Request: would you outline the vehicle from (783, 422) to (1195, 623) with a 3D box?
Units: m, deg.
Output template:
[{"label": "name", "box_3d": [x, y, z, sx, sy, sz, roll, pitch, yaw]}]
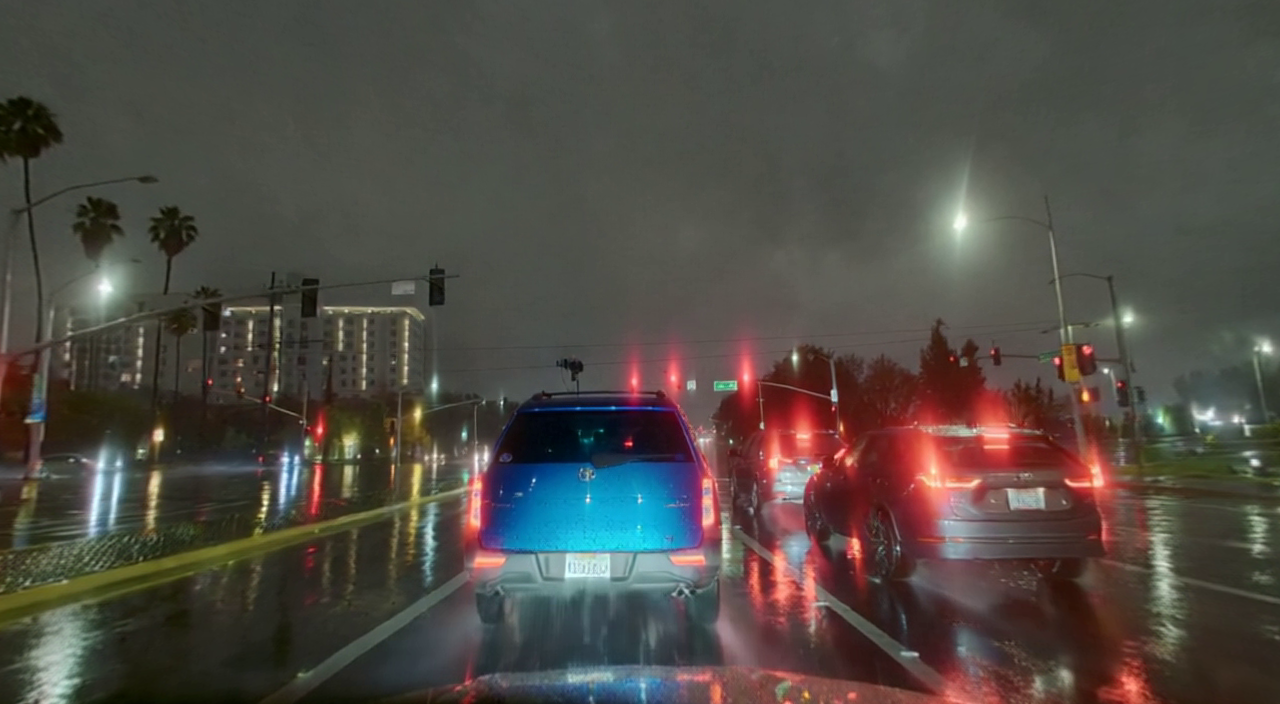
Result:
[{"label": "vehicle", "box_3d": [3.112, 1.607, 6.967, 1.971, 1.473, 4.495, 0, -8, 0]}]

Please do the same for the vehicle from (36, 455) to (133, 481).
[{"label": "vehicle", "box_3d": [-41.656, 8.690, 47.144, 5.347, 1.785, 2.123, 0, -8, 2]}]

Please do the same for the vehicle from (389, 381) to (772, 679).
[{"label": "vehicle", "box_3d": [-0.340, 1.316, 5.690, 2.172, 1.694, 4.055, 0, -8, 0]}]
